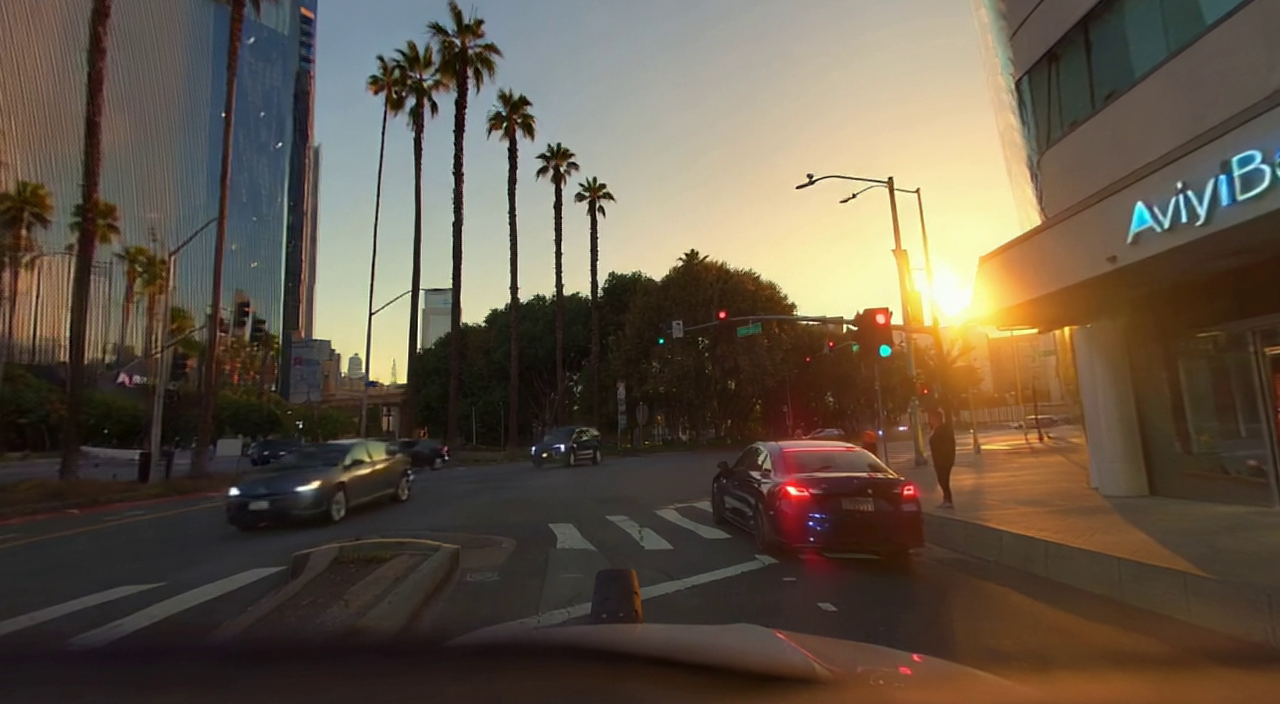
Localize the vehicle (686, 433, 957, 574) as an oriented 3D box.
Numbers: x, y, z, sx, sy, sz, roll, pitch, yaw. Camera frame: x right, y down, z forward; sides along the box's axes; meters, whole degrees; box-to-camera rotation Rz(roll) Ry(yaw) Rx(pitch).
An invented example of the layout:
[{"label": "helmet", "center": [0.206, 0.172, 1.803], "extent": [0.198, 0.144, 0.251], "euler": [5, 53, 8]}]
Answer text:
[{"label": "vehicle", "center": [2.140, 1.958, 9.149], "extent": [2.090, 1.466, 4.676], "euler": [1, -8, -6]}]

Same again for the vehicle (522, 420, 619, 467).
[{"label": "vehicle", "center": [-3.090, 4.311, 29.724], "extent": [2.190, 1.964, 5.614], "euler": [-3, -9, 21]}]

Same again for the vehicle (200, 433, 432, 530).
[{"label": "vehicle", "center": [-5.745, 2.326, 12.020], "extent": [2.052, 1.478, 4.395], "euler": [0, -8, 1]}]
